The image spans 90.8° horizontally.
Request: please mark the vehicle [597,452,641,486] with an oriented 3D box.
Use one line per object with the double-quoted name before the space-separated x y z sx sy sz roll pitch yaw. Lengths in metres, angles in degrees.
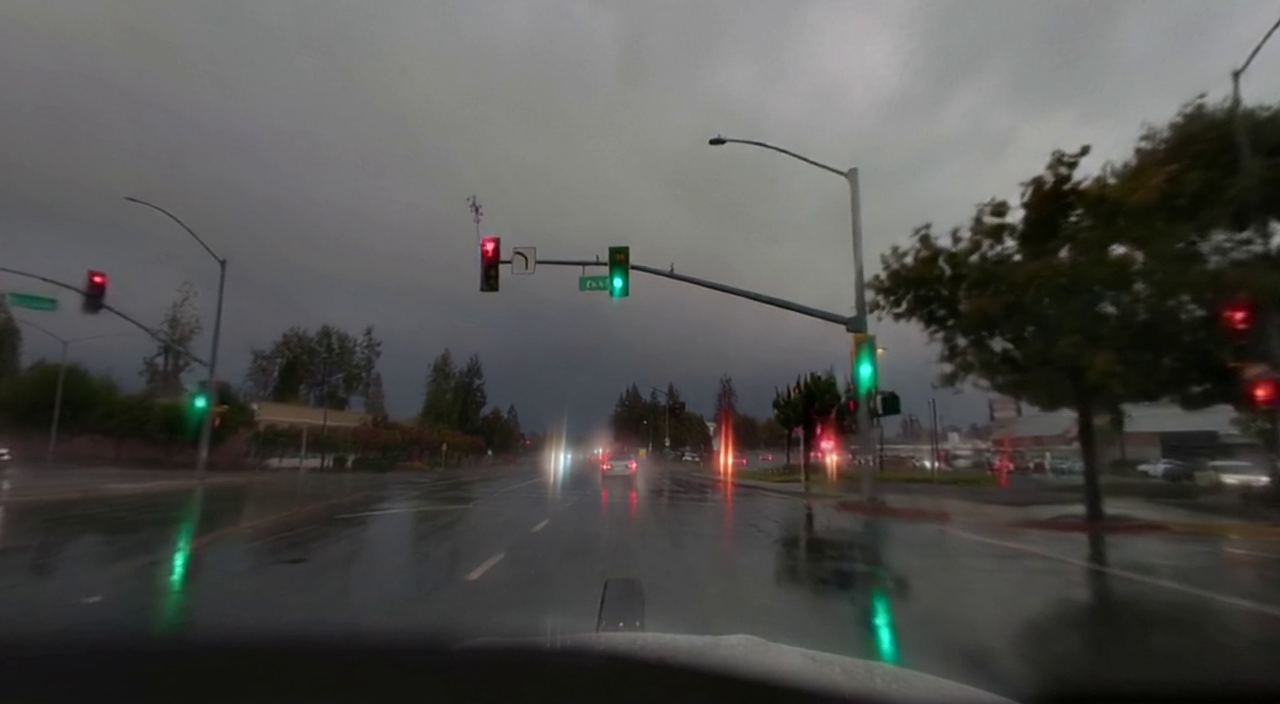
"vehicle" -1.040 5.420 29.543 1.917 1.418 3.987 0 -9 -3
